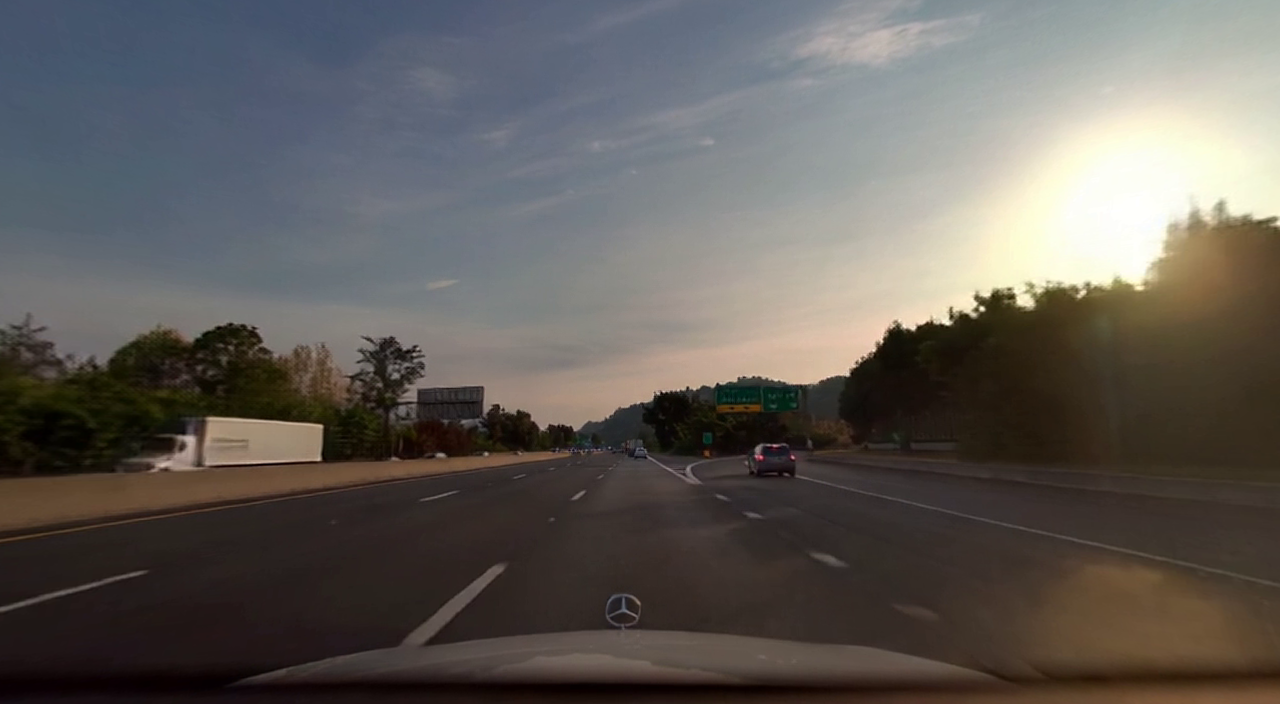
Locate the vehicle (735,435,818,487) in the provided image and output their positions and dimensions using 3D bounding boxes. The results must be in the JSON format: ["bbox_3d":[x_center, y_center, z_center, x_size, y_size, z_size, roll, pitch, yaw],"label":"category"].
[{"bbox_3d":[4.942,4.025,23.548,2.096,1.712,4.697,0,-9,1],"label":"vehicle"}]

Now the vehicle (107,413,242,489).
[{"bbox_3d":[-25.868,5.541,35.529,2.936,3.873,5.895,0,-9,-1],"label":"vehicle"}]
